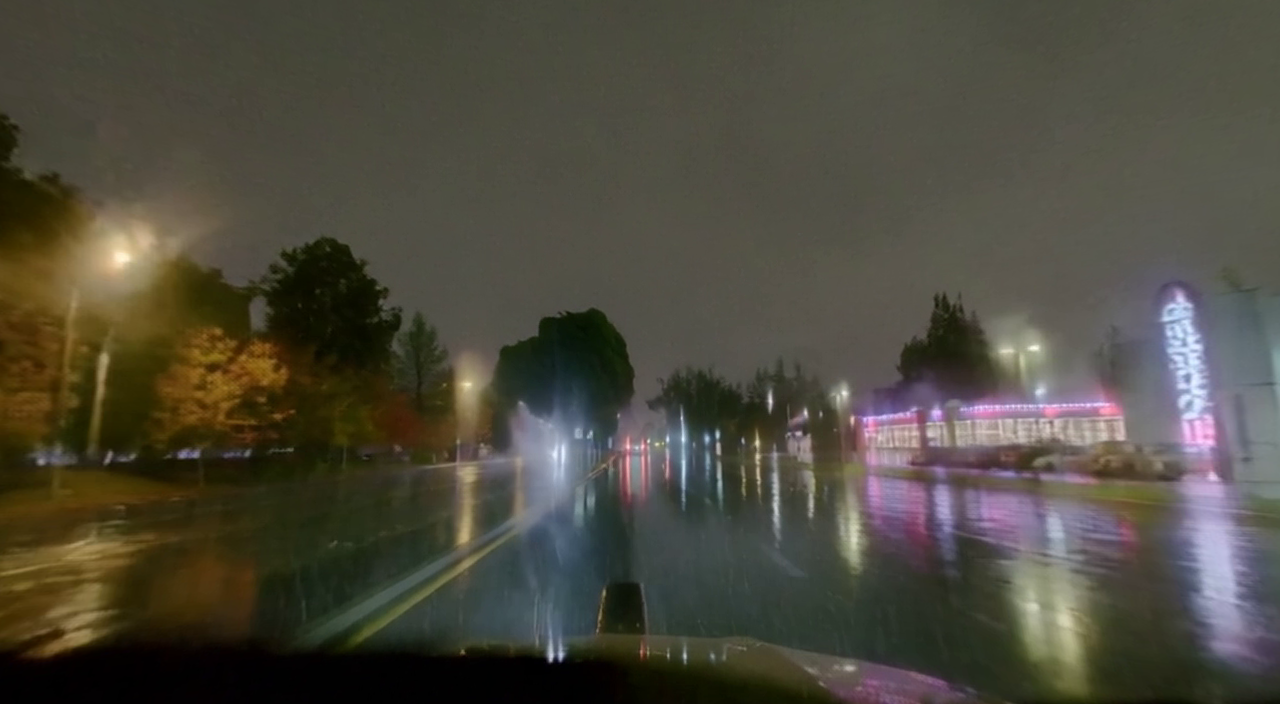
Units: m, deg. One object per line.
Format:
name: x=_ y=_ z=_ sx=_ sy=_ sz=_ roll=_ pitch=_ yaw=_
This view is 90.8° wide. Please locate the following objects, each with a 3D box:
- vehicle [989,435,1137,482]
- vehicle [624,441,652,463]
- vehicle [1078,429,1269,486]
vehicle: x=18.391 y=4.644 z=27.650 sx=4.904 sy=1.924 sz=2.095 roll=1 pitch=-8 yaw=-1
vehicle: x=-0.163 y=7.865 z=49.784 sx=2.095 sy=1.647 sz=4.205 roll=0 pitch=-8 yaw=-1
vehicle: x=18.856 y=3.743 z=22.525 sx=4.739 sy=1.916 sz=2.136 roll=0 pitch=-8 yaw=1
